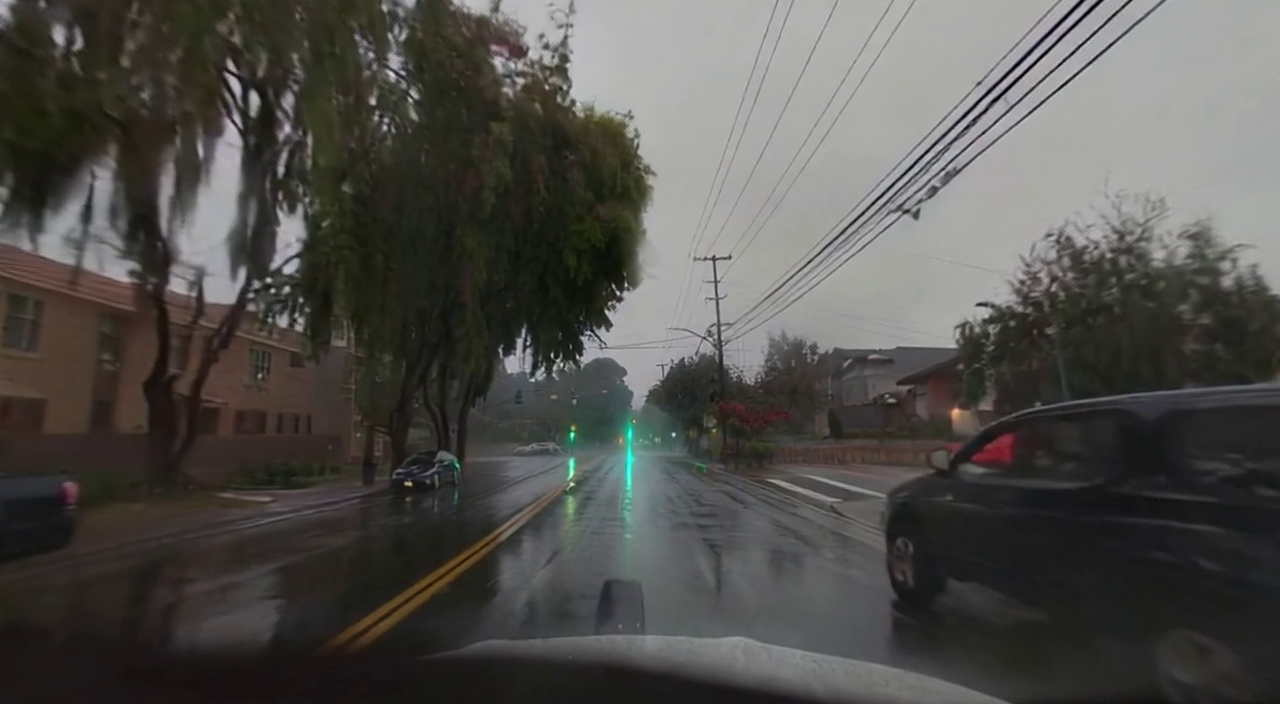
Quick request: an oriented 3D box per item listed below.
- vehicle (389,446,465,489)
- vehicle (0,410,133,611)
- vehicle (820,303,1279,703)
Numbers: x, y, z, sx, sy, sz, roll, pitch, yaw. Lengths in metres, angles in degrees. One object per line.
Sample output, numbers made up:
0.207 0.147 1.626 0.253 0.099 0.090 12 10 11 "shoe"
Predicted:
-7.893 4.279 23.864 1.902 1.456 4.451 1 -9 -8 "vehicle"
-6.831 1.225 4.339 2.151 1.789 5.482 0 -8 0 "vehicle"
3.239 1.054 4.265 2.202 1.805 5.756 0 -8 -2 "vehicle"
